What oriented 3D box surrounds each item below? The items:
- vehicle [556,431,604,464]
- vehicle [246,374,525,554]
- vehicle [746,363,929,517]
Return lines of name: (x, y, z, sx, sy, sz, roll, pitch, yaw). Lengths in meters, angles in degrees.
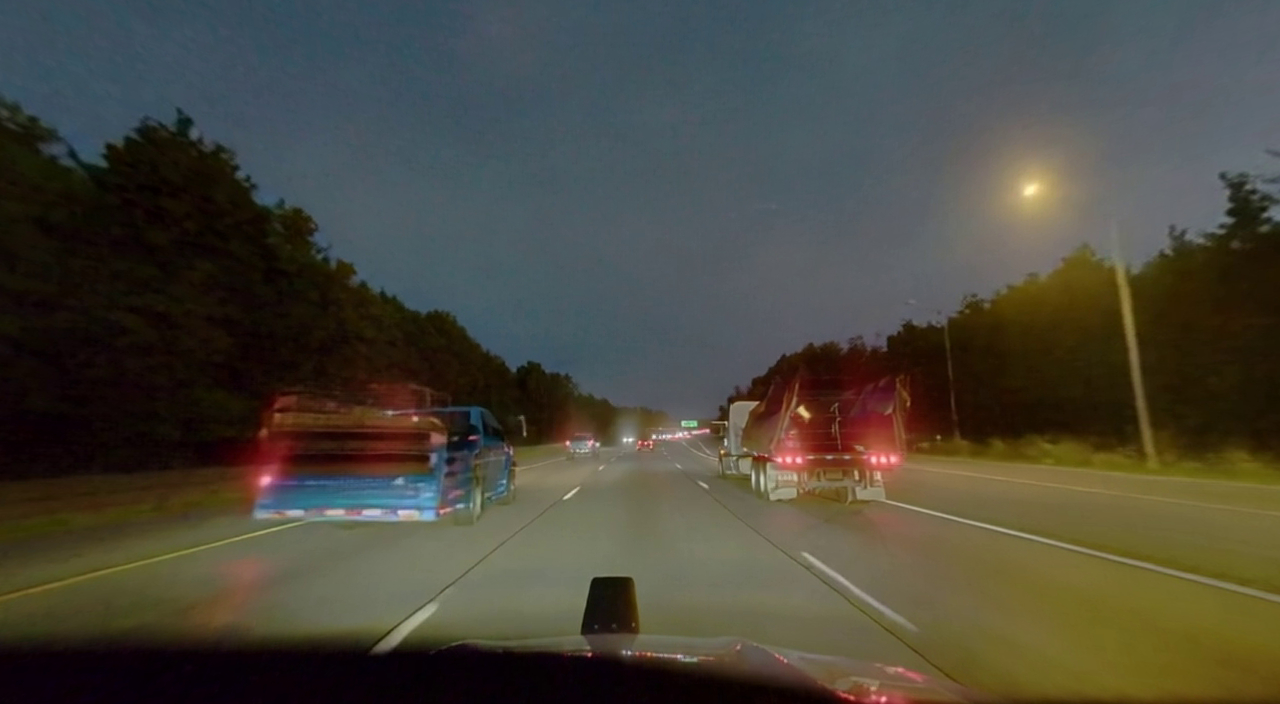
vehicle: (-3.029, 4.914, 32.586, 2.008, 1.588, 4.147, 0, -8, 1)
vehicle: (-3.256, 1.561, 9.415, 2.204, 1.991, 4.720, 0, -8, 0)
vehicle: (3.657, 1.738, 12.646, 2.256, 2.568, 4.049, 0, -8, -1)
